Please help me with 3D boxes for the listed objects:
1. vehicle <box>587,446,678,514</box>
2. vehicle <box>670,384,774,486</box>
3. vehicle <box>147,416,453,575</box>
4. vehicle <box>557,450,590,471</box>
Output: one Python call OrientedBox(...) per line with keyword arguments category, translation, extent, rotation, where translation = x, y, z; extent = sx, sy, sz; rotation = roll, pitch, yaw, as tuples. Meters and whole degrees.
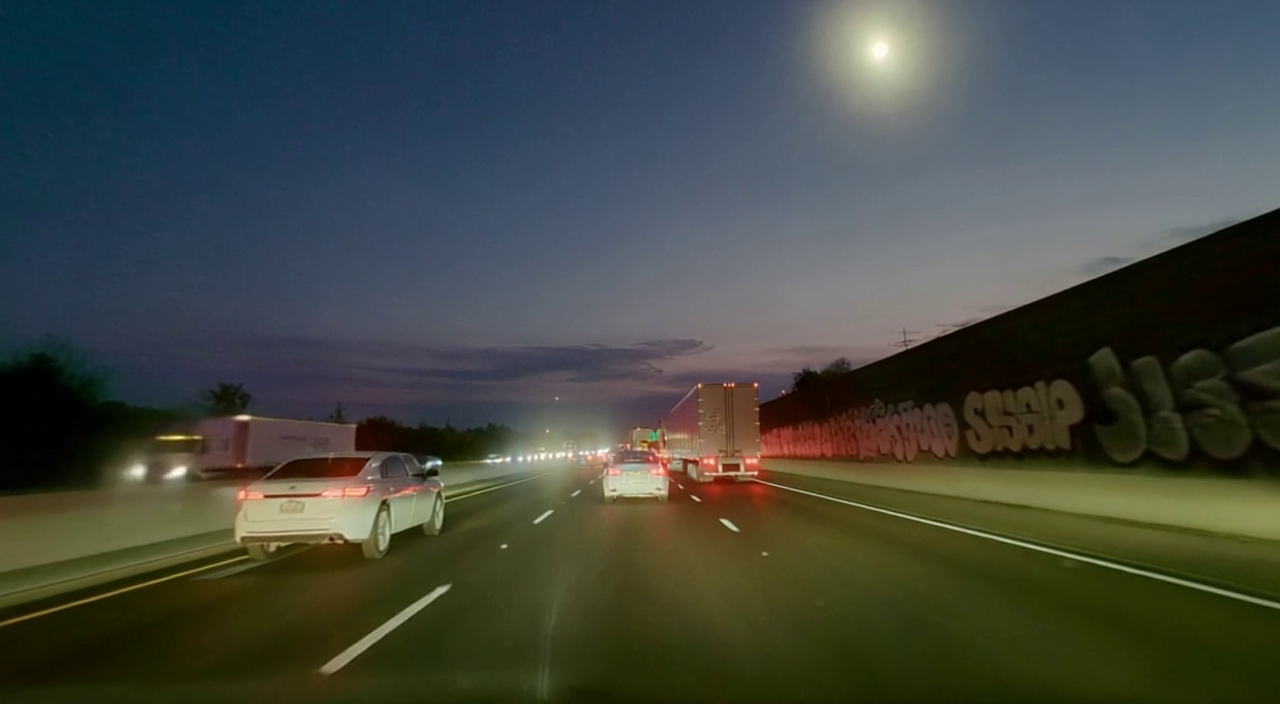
OrientedBox(category="vehicle", translation=(-0.221, 3.145, 16.018), extent=(2.033, 1.468, 4.015), rotation=(0, -9, -2))
OrientedBox(category="vehicle", translation=(3.583, 4.350, 32.129), extent=(2.902, 4.014, 14.446), rotation=(0, -9, -2))
OrientedBox(category="vehicle", translation=(-4.525, 1.966, 9.476), extent=(1.988, 1.750, 4.711), rotation=(0, -9, 0))
OrientedBox(category="vehicle", translation=(-5.012, 8.243, 47.992), extent=(2.067, 1.481, 4.085), rotation=(0, -9, 0))
